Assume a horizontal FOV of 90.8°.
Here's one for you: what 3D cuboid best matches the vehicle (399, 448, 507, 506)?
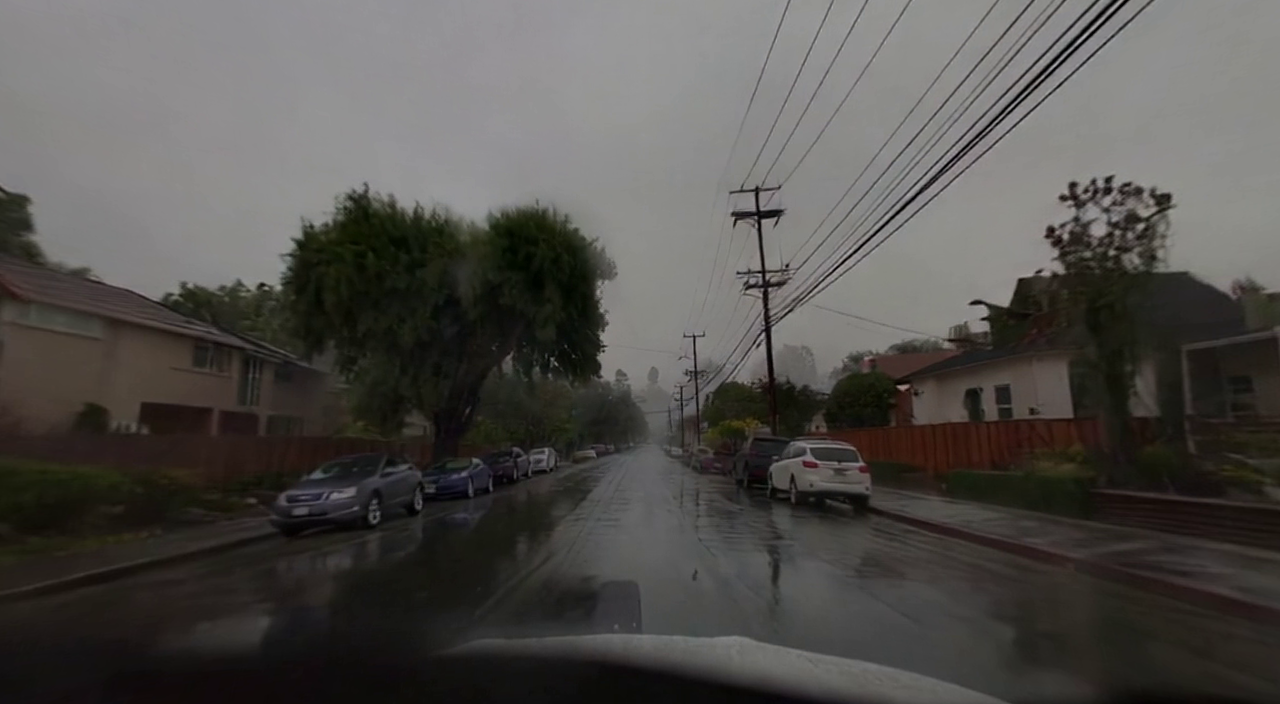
[{"bbox_3d":[-5.393,3.638,18.818,1.856,1.499,4.216,0,-9,1],"label":"vehicle"}]

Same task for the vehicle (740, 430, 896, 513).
[{"bbox_3d":[4.601,3.219,17.670,2.462,1.894,6.076,0,-9,-1],"label":"vehicle"}]

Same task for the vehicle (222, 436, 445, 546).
[{"bbox_3d":[-5.396,2.464,11.999,1.971,1.648,4.638,0,-9,-1],"label":"vehicle"}]
